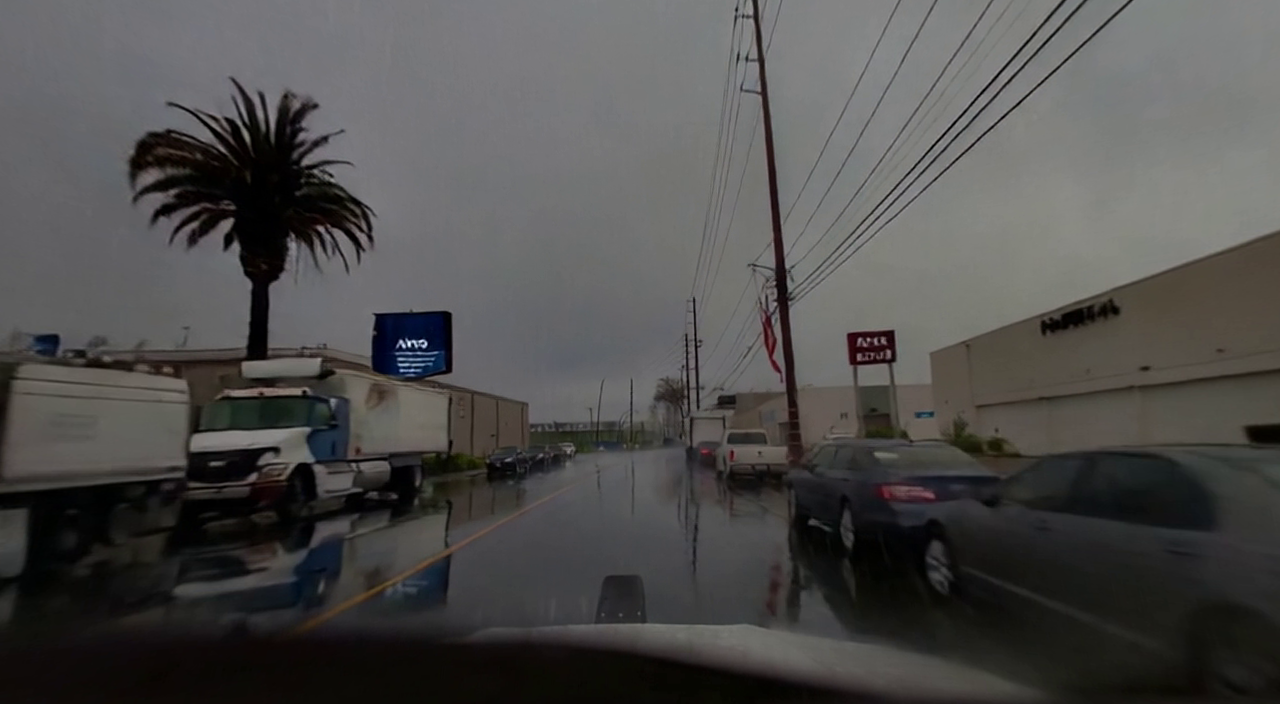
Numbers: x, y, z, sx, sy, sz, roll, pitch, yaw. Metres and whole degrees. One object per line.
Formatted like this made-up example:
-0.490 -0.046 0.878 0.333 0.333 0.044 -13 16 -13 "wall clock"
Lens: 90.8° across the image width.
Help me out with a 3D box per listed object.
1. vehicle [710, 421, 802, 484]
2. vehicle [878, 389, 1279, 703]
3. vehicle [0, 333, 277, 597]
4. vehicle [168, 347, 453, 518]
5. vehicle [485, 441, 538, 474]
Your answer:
4.046 3.675 23.263 2.400 1.985 6.155 -1 -8 2 "vehicle"
3.539 1.137 3.887 2.246 1.533 4.971 0 -8 1 "vehicle"
-8.162 1.459 8.128 2.845 2.738 7.208 -3 -8 -1 "vehicle"
-7.798 2.180 16.676 2.941 3.418 7.738 -1 -8 3 "vehicle"
-7.282 5.997 36.100 1.936 1.632 4.145 -3 -8 3 "vehicle"
